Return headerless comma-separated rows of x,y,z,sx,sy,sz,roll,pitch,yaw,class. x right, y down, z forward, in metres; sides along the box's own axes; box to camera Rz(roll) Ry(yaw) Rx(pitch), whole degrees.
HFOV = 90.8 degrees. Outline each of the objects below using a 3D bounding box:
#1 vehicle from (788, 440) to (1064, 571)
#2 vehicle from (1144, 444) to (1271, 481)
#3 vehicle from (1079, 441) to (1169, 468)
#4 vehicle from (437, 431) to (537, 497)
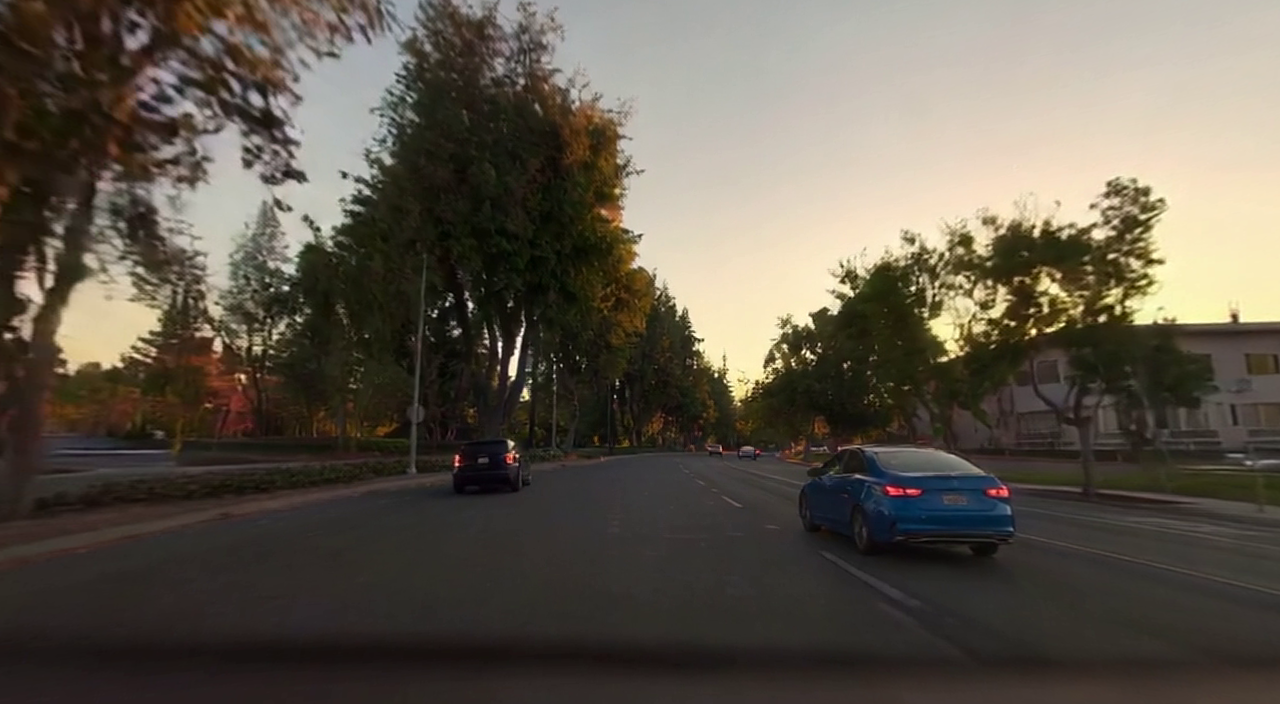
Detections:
3.669,2.015,9.190,1.918,1.418,4.360,0,-8,-1,vehicle
22.540,4.357,25.102,4.391,1.343,1.710,3,-9,-18,vehicle
27.840,5.874,36.317,4.494,1.467,1.877,3,-9,-20,vehicle
-4.295,3.214,18.508,2.085,1.693,4.301,0,-8,-3,vehicle
